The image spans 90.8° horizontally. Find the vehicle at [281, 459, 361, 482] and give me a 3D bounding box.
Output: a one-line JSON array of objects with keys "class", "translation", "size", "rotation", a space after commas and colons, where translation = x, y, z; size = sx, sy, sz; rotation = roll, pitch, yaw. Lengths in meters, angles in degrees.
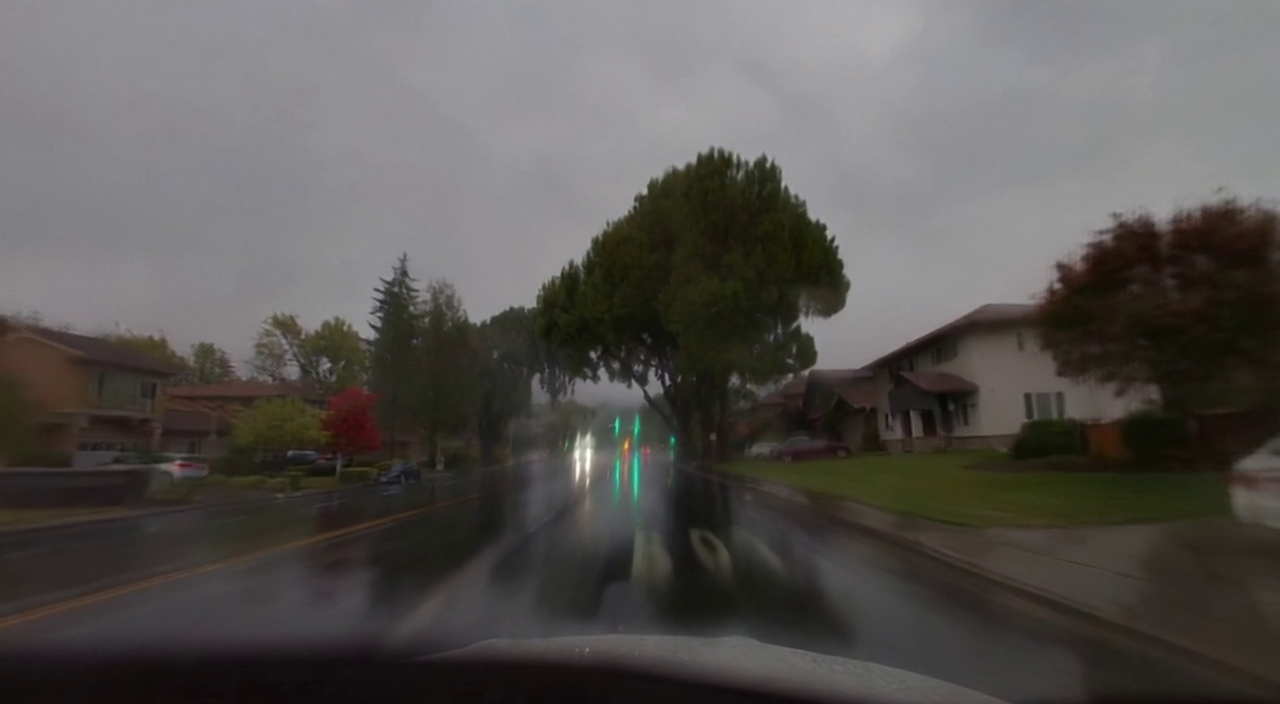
[{"class": "vehicle", "translation": [-21.173, 7.843, 42.049], "size": [4.284, 1.431, 1.811], "rotation": [0, -9, 0]}]

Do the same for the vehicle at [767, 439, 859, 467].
[{"class": "vehicle", "translation": [9.927, 5.808, 36.515], "size": [4.660, 1.513, 2.067], "rotation": [0, -8, -2]}]

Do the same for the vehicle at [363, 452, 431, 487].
[{"class": "vehicle", "translation": [-14.452, 6.959, 37.926], "size": [2.008, 1.908, 5.305], "rotation": [0, -9, -1]}]

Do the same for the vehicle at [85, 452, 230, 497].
[{"class": "vehicle", "translation": [-21.206, 5.387, 27.920], "size": [4.756, 1.869, 2.042], "rotation": [-1, -9, 3]}]
